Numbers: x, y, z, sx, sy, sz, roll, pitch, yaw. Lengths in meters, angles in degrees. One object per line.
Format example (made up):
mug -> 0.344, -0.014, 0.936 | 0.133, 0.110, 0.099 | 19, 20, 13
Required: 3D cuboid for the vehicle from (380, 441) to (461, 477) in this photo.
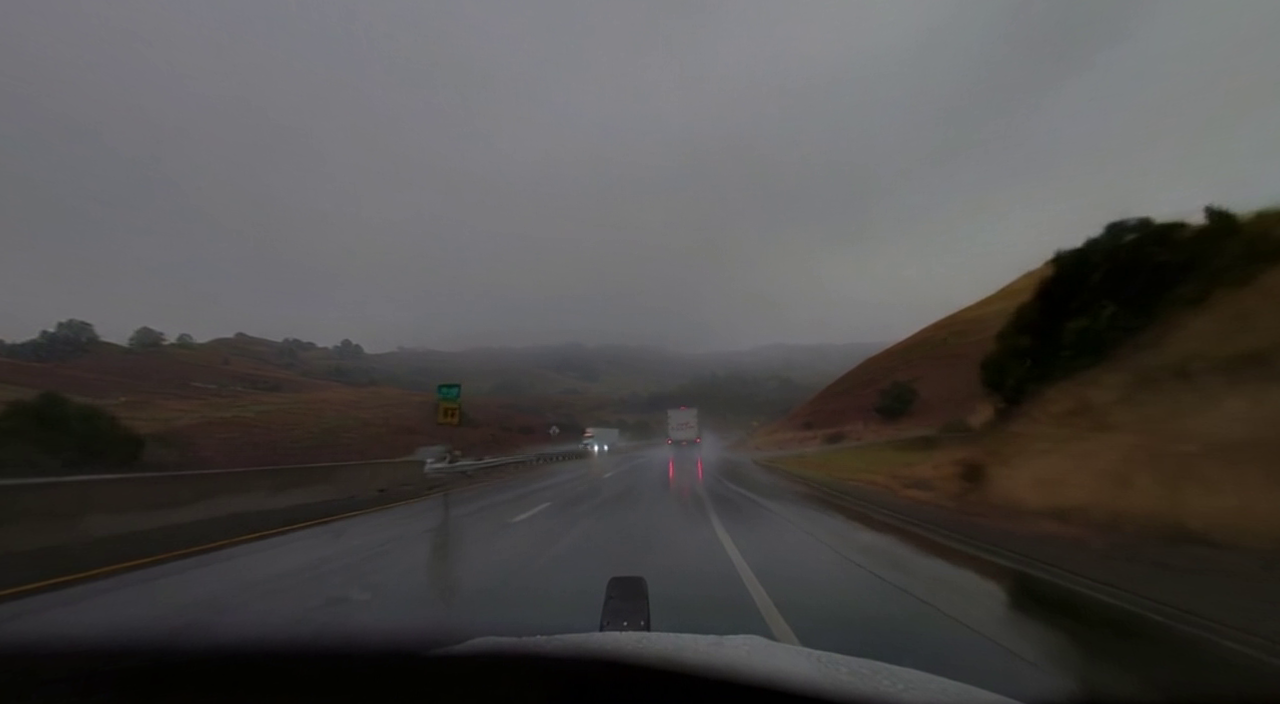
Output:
vehicle -> -9.965, 4.887, 28.968 | 1.994, 1.486, 4.395 | -1, -8, 2
